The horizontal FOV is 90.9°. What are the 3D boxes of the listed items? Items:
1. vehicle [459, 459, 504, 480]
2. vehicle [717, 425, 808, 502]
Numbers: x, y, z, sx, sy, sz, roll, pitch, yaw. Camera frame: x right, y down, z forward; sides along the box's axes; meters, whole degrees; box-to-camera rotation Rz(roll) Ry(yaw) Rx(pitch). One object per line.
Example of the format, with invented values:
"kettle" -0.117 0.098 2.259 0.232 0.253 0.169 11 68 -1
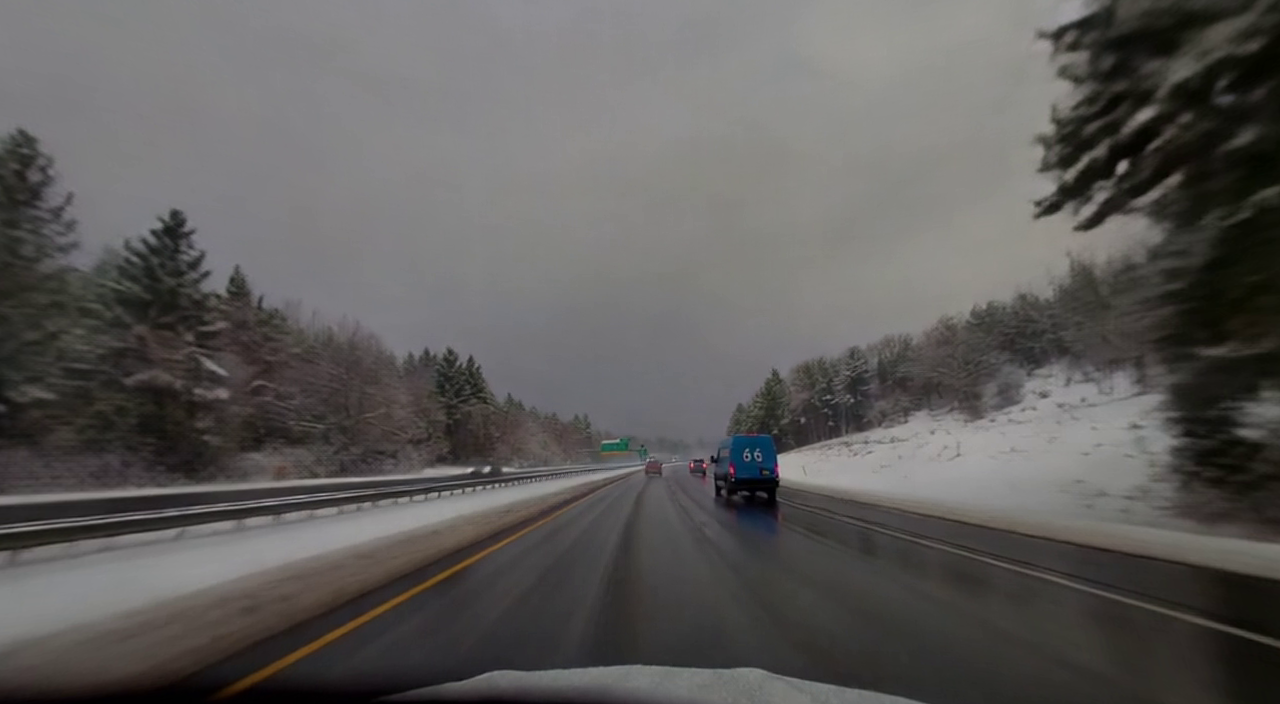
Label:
"vehicle" -11.700 8.715 46.783 1.917 1.465 4.638 0 -11 2
"vehicle" 4.558 4.379 24.649 2.366 2.595 5.793 0 -11 0
